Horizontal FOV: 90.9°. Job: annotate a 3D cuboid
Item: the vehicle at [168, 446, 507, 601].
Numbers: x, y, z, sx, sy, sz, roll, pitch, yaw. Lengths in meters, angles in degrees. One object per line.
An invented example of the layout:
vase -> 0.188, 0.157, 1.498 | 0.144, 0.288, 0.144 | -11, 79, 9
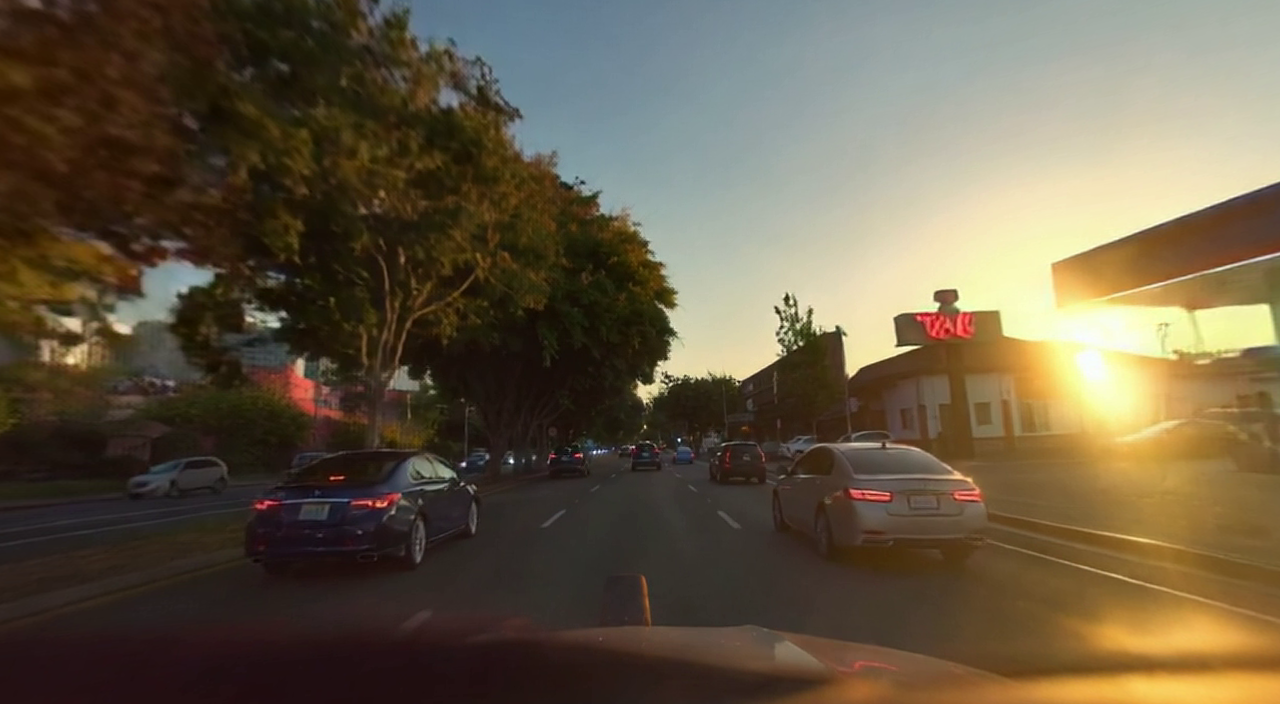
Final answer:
vehicle -> -3.180, 1.868, 7.887 | 2.013, 1.354, 4.393 | 0, -8, 1

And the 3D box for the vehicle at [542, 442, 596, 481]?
vehicle -> -3.260, 5.094, 29.616 | 1.988, 1.645, 3.995 | 0, -8, 1

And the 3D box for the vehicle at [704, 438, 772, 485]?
vehicle -> 3.882, 4.420, 25.757 | 1.980, 1.709, 4.813 | 0, -8, 0

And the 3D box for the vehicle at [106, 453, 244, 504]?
vehicle -> -18.664, 5.064, 25.662 | 2.062, 1.804, 4.687 | 0, -8, -1

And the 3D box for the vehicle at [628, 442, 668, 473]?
vehicle -> 0.437, 6.026, 36.134 | 2.192, 1.674, 4.124 | 0, -8, 0

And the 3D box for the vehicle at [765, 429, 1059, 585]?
vehicle -> 3.114, 1.854, 8.482 | 1.919, 1.502, 4.572 | 0, -8, 0
